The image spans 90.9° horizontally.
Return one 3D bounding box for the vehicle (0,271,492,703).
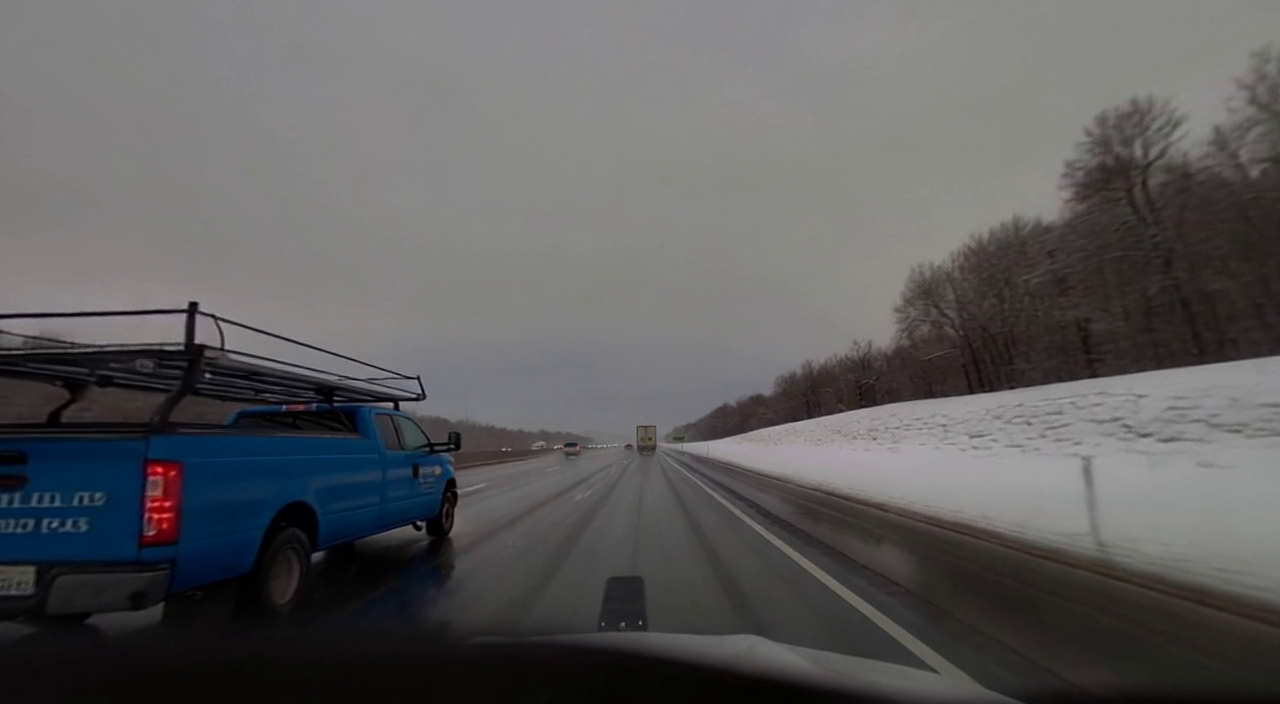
[{"bbox_3d":[-3.806,1.195,6.686,2.791,2.330,6.725,-1,-8,0],"label":"vehicle"}]
